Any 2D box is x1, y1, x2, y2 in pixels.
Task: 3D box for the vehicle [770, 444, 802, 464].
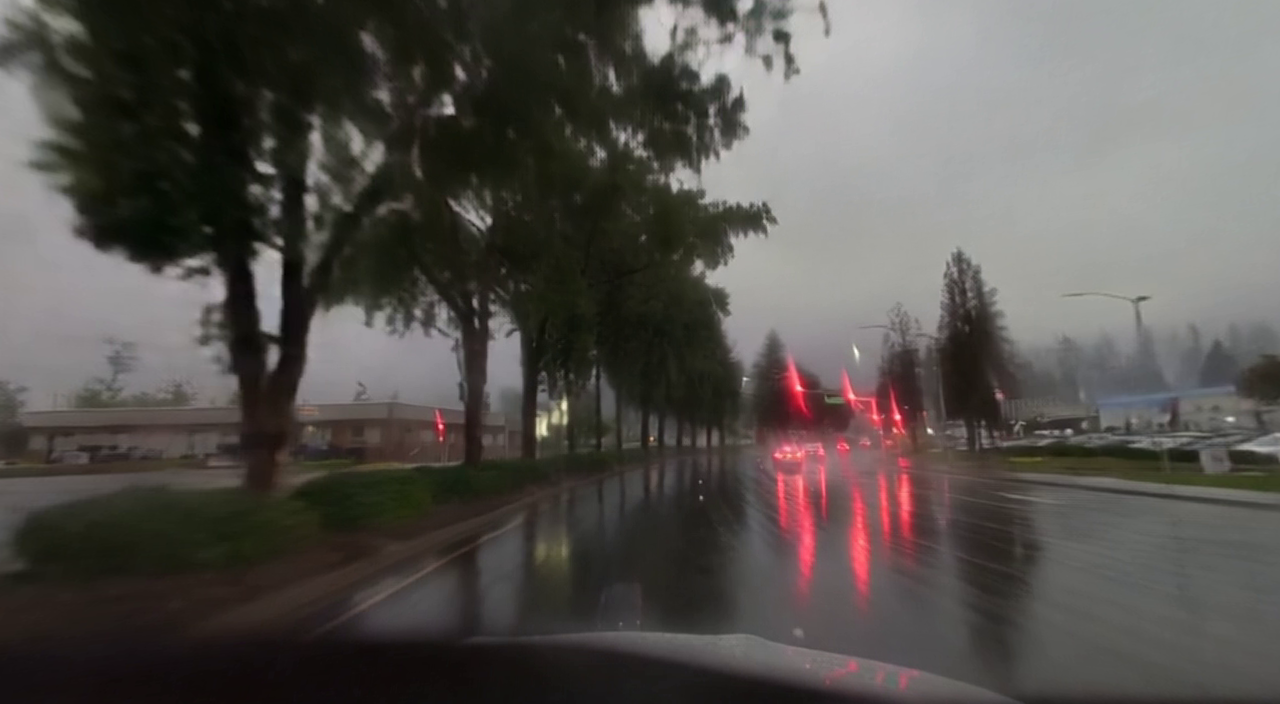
[{"bbox_3d":[11.019,7.709,47.957,1.988,1.460,3.996,-1,-9,8],"label":"vehicle"}]
